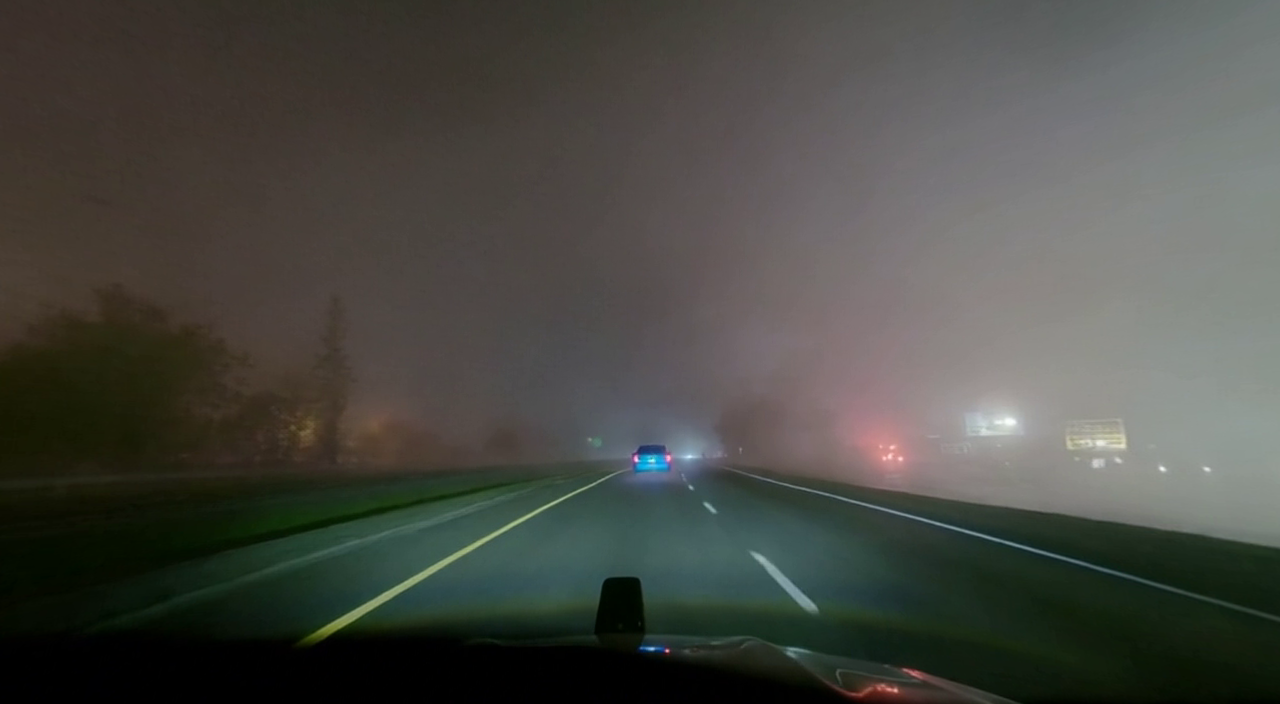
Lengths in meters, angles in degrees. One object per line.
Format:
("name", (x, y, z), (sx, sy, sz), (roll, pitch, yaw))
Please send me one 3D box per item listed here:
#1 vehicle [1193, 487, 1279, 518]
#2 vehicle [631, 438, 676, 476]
("vehicle", (47.810, 11.775, 49.231), (6.211, 2.137, 2.358), (-2, -9, 6))
("vehicle", (0.843, 6.373, 38.302), (2.546, 2.126, 5.153), (-1, -9, 2))
